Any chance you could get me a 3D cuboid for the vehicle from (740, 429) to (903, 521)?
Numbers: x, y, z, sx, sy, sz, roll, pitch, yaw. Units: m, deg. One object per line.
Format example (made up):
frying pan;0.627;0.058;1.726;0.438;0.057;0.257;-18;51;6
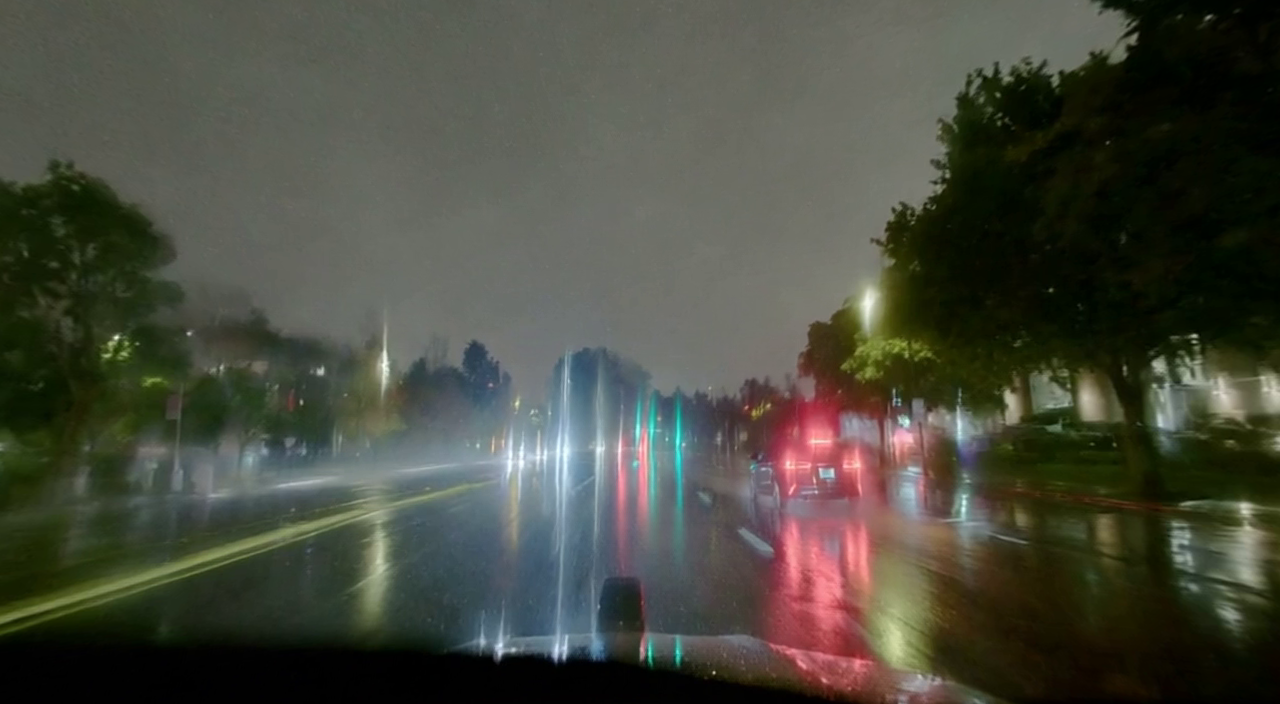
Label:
vehicle;3.615;2.552;13.665;1.995;1.616;4.729;0;-9;-2
